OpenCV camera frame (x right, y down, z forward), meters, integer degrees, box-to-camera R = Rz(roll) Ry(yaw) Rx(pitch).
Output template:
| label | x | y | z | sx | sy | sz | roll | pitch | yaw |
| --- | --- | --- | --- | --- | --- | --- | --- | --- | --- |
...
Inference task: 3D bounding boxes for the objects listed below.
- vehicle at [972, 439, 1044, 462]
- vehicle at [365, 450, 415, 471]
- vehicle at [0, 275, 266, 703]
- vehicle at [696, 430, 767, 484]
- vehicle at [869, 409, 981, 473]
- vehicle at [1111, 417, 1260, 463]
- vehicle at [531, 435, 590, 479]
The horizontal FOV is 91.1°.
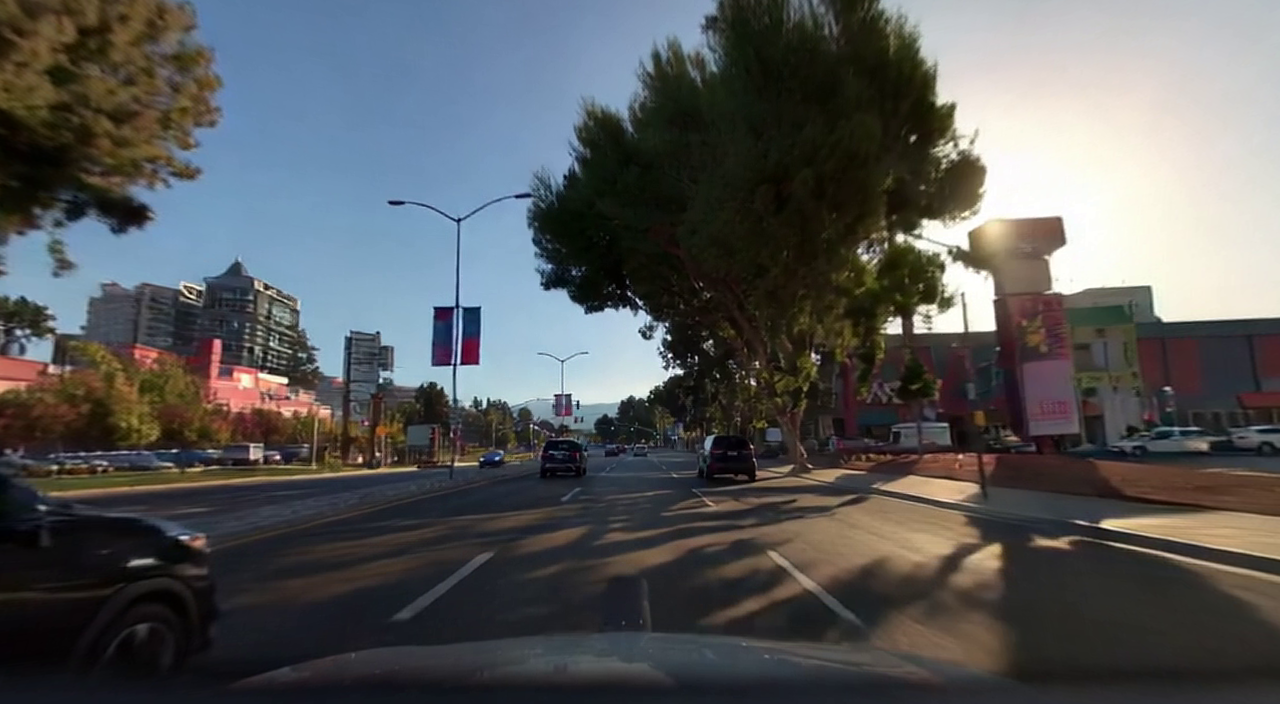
| label | x | y | z | sx | sy | sz | roll | pitch | yaw |
| --- | --- | --- | --- | --- | --- | --- | --- | --- | --- |
| vehicle | 27.918 | 7.488 | 47.732 | 4.126 | 1.642 | 2.073 | 0 | -9 | -5 |
| vehicle | -19.503 | 8.480 | 49.156 | 1.993 | 1.483 | 4.533 | 0 | -9 | 1 |
| vehicle | -3.521 | 0.555 | 1.529 | 2.210 | 1.925 | 4.838 | 0 | -9 | 0 |
| vehicle | 3.454 | 4.096 | 24.678 | 2.024 | 1.921 | 4.431 | 0 | -9 | -1 |
| vehicle | 16.016 | 5.156 | 35.972 | 2.919 | 3.125 | 7.218 | 2 | -9 | -1 |
| vehicle | 29.044 | 4.768 | 33.615 | 5.686 | 2.220 | 2.112 | -1 | -11 | 2 |
| vehicle | -3.448 | 4.659 | 28.102 | 2.014 | 1.775 | 4.404 | 0 | -9 | 0 |
